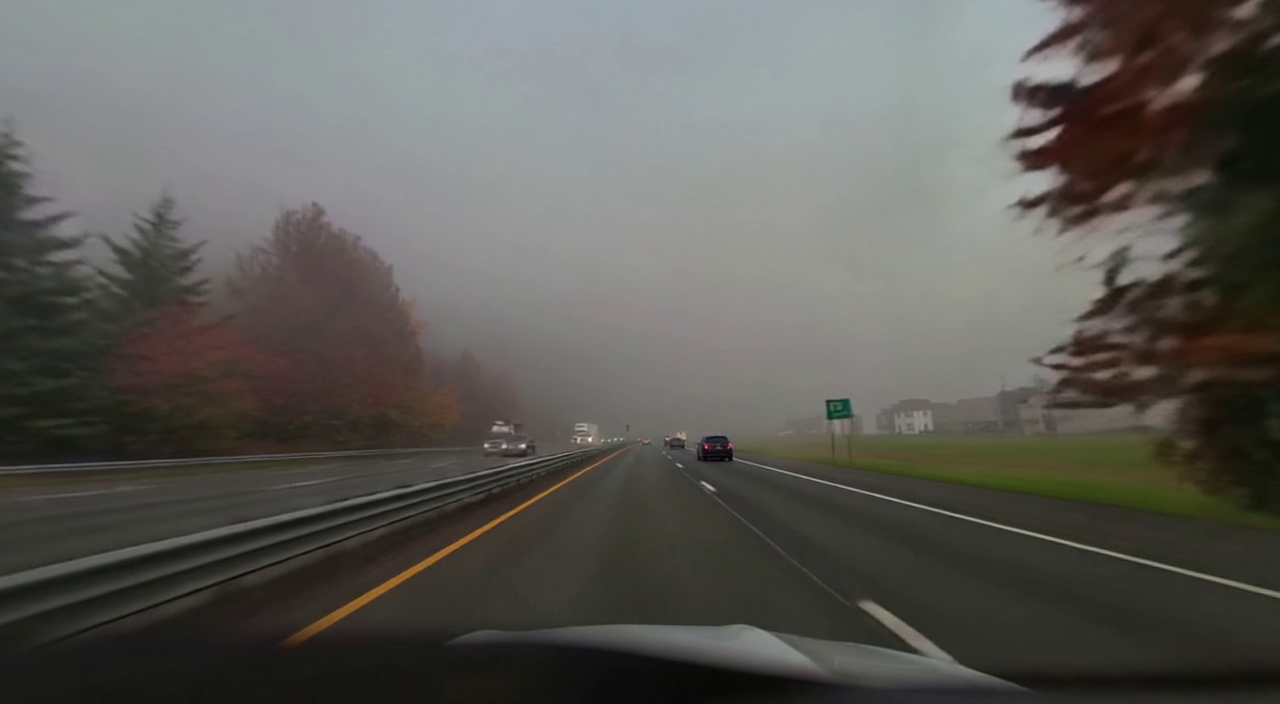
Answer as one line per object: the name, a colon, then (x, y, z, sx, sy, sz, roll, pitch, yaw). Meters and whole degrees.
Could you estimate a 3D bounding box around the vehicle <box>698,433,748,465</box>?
vehicle: (4.301, 5.108, 33.247, 2.024, 1.516, 4.197, 0, -8, -1)
